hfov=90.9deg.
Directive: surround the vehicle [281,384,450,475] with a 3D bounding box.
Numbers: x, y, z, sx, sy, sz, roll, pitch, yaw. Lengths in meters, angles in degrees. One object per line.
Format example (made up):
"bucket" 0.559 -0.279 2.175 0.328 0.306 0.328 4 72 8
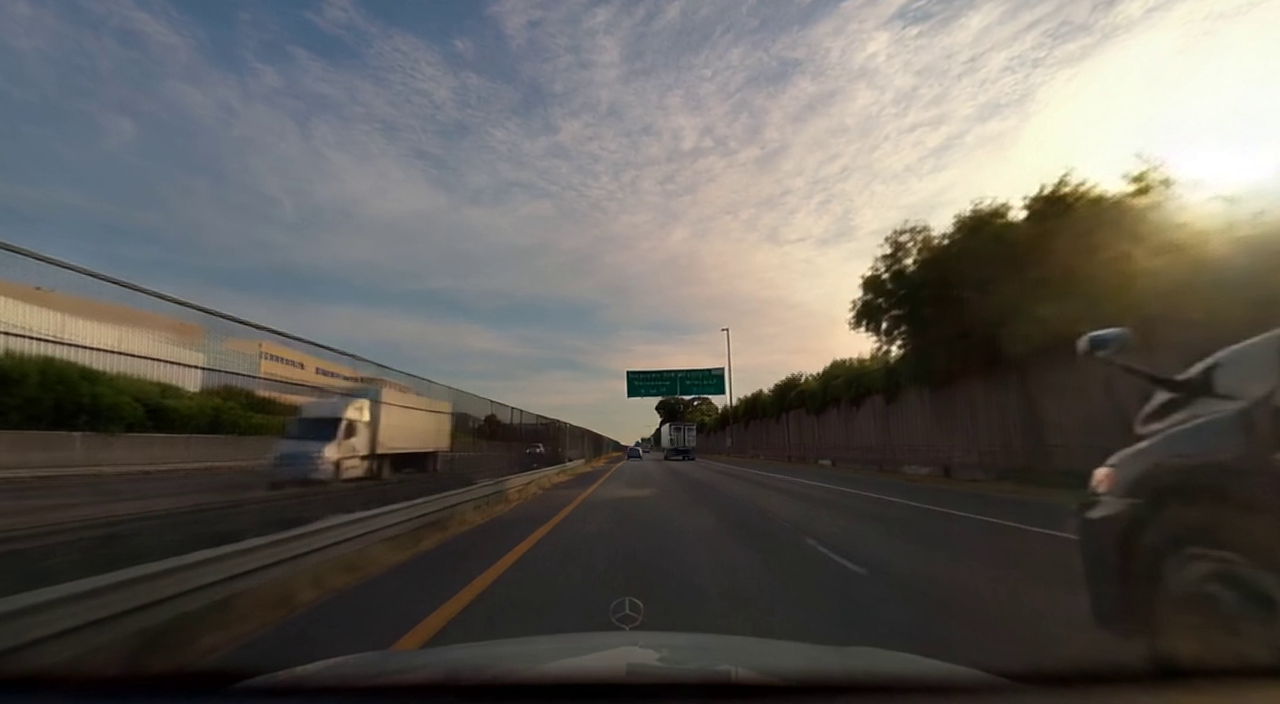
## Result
"vehicle" -12.754 3.999 31.234 3.045 3.619 12.191 0 -9 -1
